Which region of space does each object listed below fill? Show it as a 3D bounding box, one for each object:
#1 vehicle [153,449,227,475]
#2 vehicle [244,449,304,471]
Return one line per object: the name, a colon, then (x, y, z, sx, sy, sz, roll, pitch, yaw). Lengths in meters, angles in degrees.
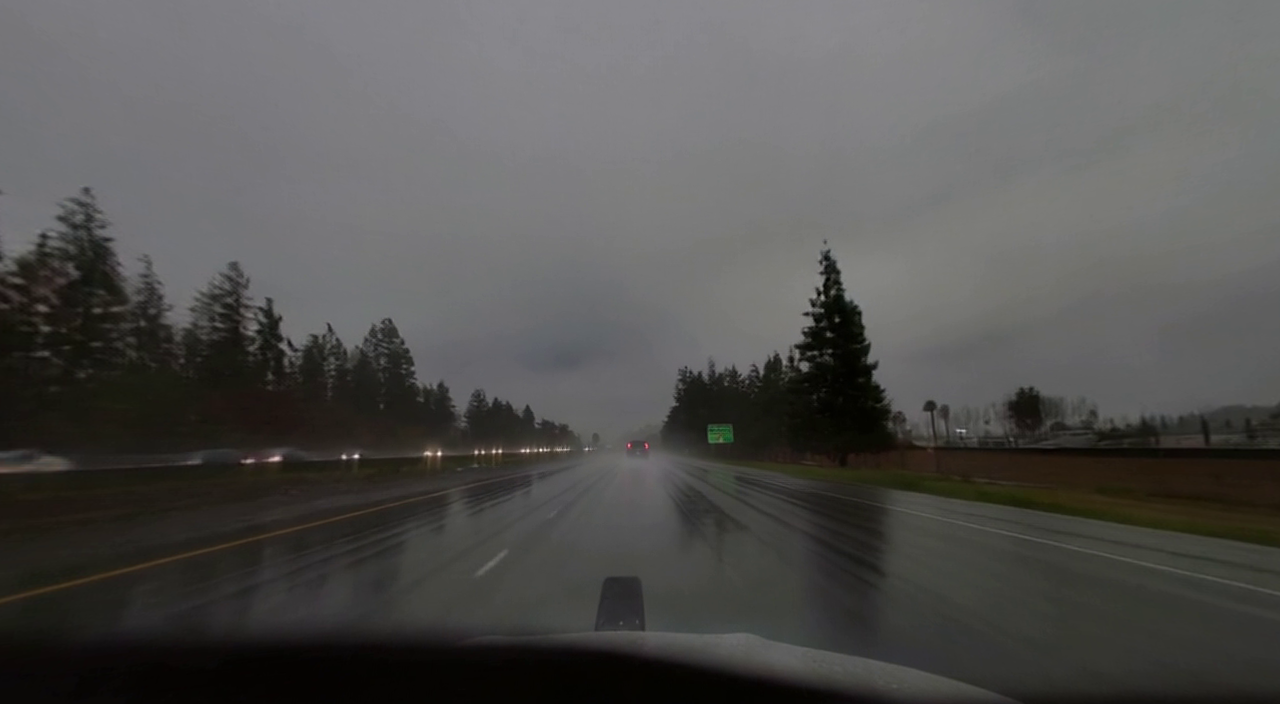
vehicle: (-32.359, 7.880, 45.613, 1.909, 1.733, 4.545, 0, -9, 0)
vehicle: (-28.498, 8.386, 49.329, 1.915, 1.618, 4.602, 0, -9, -1)
